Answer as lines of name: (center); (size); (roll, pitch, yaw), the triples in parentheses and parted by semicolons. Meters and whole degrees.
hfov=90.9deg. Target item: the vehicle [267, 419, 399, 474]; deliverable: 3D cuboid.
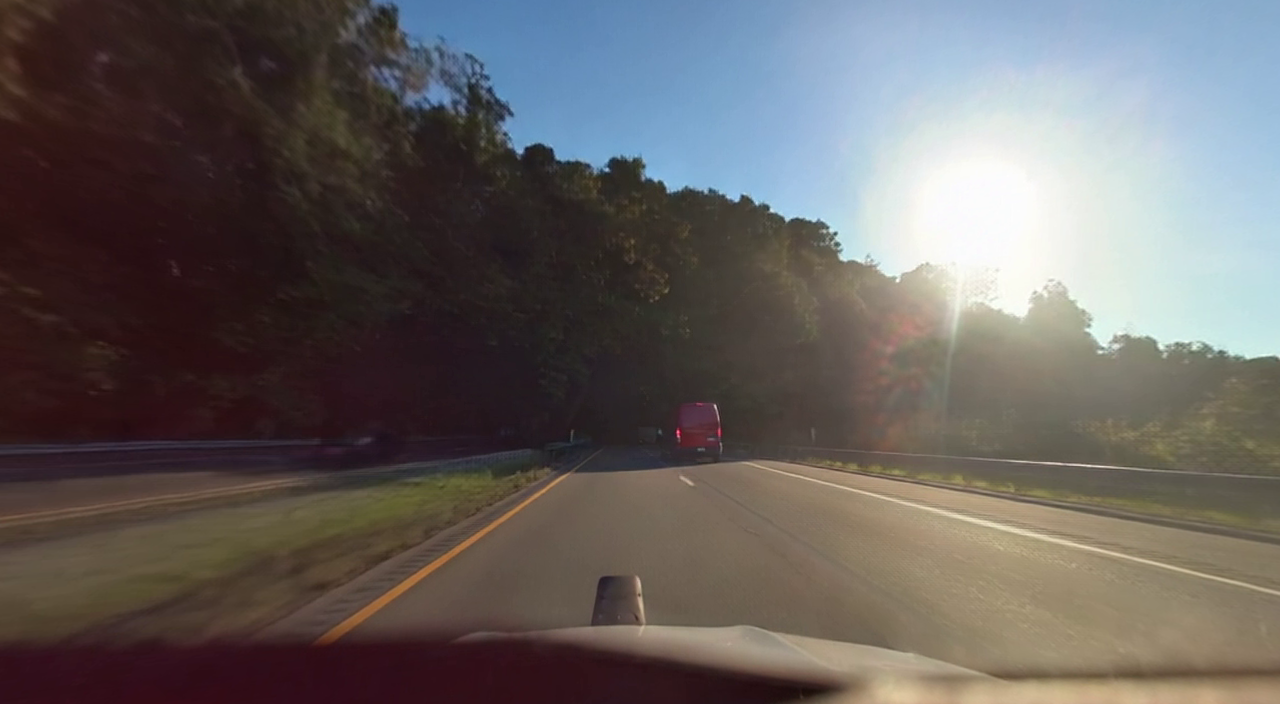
vehicle: (-9.086, 2.831, 19.125); (1.865, 1.454, 4.375); (0, -8, -1)

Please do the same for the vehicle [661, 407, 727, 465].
vehicle: (2.524, 4.199, 31.628); (2.570, 2.596, 6.082); (0, -8, -2)
